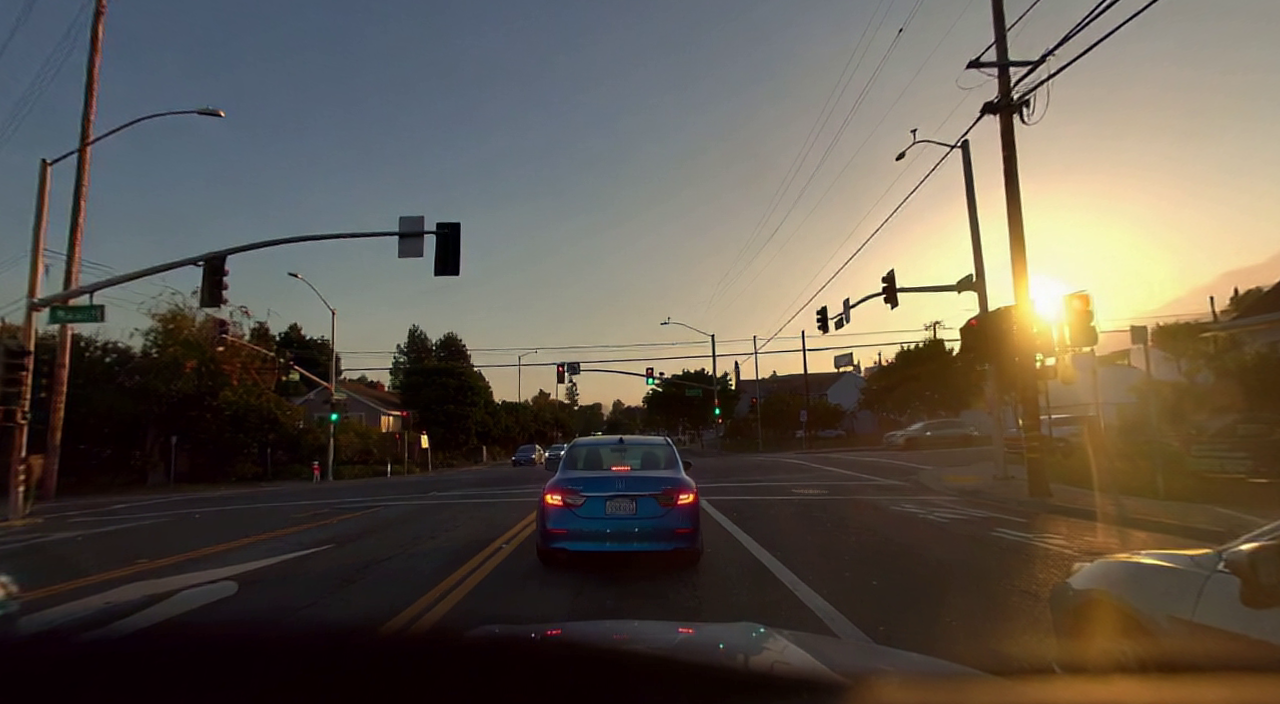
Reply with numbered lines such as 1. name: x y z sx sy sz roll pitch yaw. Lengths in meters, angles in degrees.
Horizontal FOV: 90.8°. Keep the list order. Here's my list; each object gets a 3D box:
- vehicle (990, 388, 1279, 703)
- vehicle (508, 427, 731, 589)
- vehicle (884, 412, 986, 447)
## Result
1. vehicle: 2.928 0.829 1.702 1.860 1.494 3.707 0 -8 1
2. vehicle: -0.223 1.759 8.025 2.061 1.485 4.196 0 -8 -1
3. vehicle: 15.777 4.190 33.971 4.431 1.555 1.886 -4 -9 2
